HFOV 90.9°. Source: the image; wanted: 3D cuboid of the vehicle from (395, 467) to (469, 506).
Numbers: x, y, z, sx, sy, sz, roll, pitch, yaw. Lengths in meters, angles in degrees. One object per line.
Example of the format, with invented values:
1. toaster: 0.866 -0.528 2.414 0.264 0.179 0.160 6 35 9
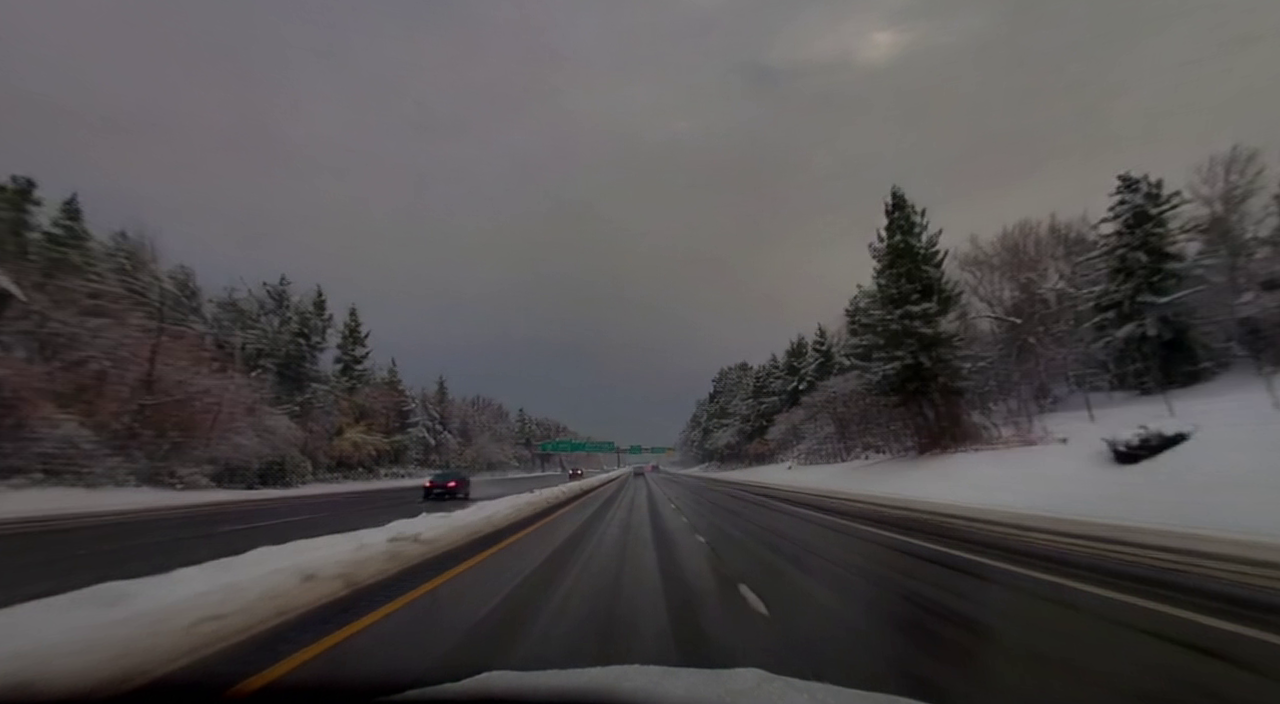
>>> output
1. vehicle: -9.716 6.303 29.841 2.021 1.630 4.251 1 -10 0
